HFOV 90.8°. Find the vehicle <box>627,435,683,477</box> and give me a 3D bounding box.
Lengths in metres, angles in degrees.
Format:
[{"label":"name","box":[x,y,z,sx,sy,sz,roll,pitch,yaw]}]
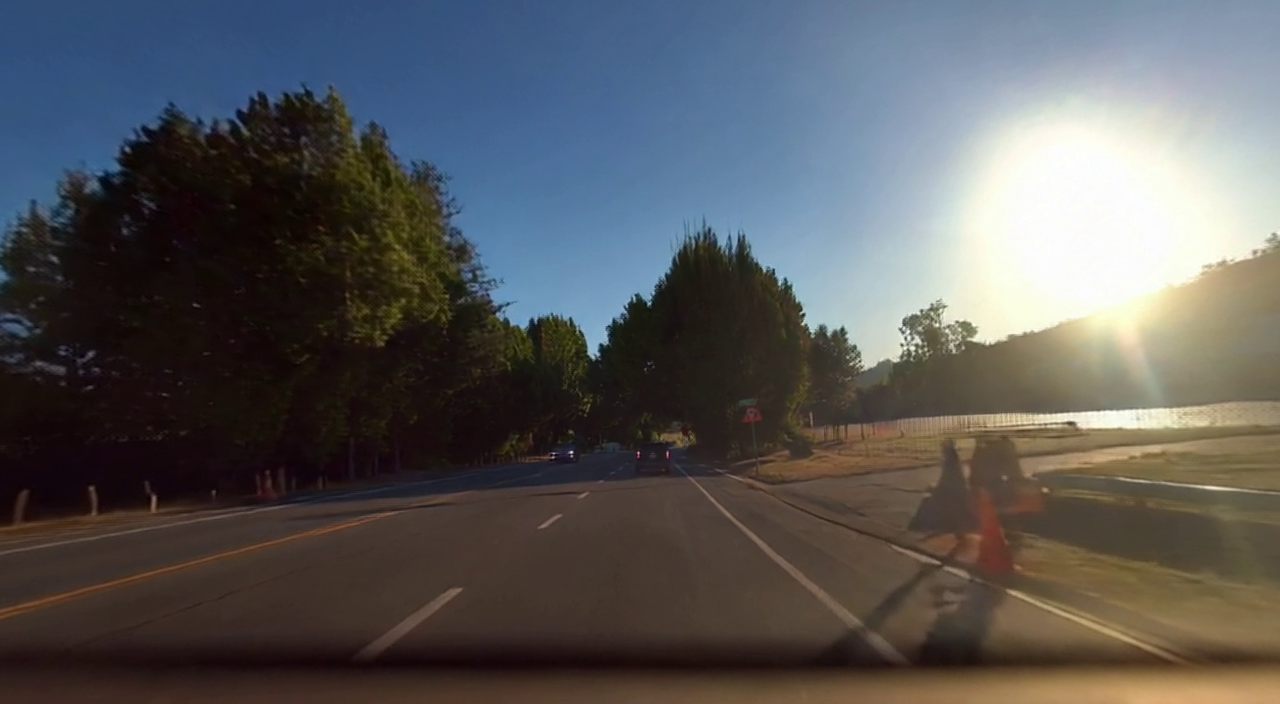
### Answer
[{"label":"vehicle","box":[0.649,4.563,27.941,2.294,1.708,4.110,0,-9,1]}]
